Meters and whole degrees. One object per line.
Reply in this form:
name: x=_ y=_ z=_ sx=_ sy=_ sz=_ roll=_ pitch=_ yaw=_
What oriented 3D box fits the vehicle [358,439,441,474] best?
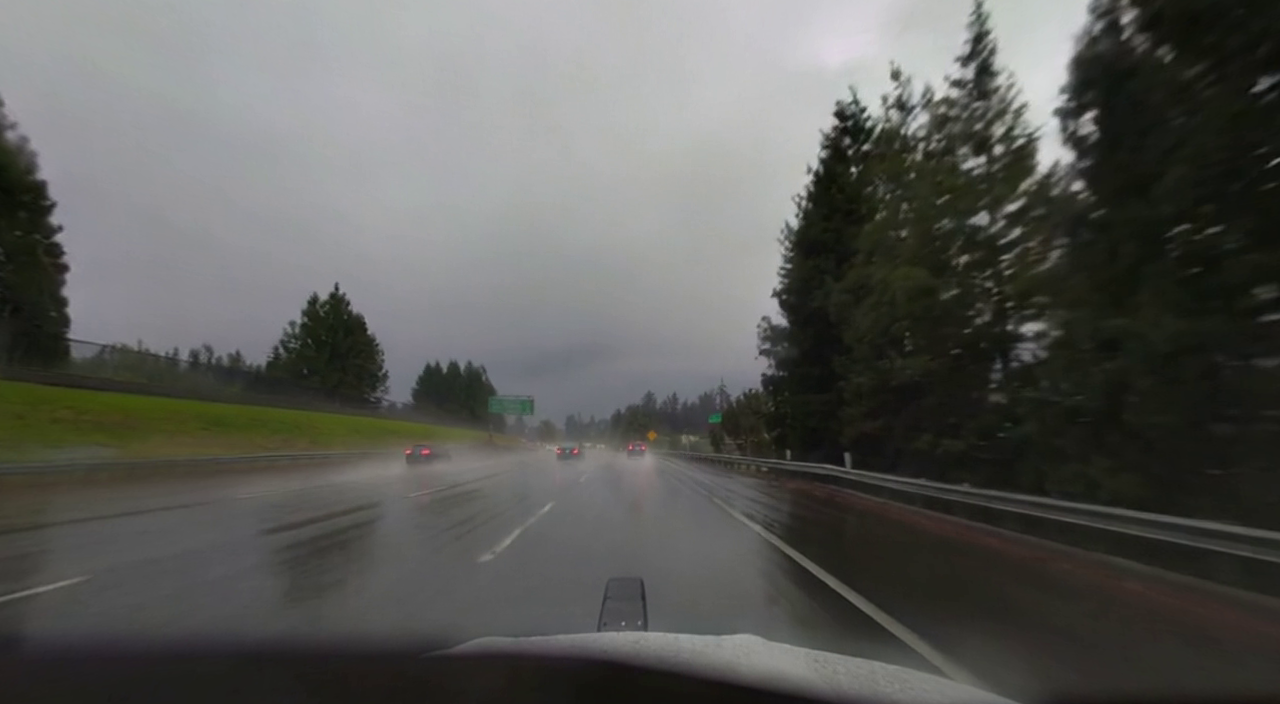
vehicle: x=-11.487 y=5.003 z=30.415 sx=2.100 sy=1.537 sz=5.092 roll=1 pitch=-8 yaw=-1

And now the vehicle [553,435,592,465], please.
vehicle: x=-4.363 y=6.456 z=41.359 sx=2.138 sy=1.833 sz=4.622 roll=1 pitch=-8 yaw=-1

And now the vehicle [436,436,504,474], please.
vehicle: x=-7.939 y=4.849 z=29.772 sx=2.015 sy=1.651 sz=4.432 roll=1 pitch=-8 yaw=-1
